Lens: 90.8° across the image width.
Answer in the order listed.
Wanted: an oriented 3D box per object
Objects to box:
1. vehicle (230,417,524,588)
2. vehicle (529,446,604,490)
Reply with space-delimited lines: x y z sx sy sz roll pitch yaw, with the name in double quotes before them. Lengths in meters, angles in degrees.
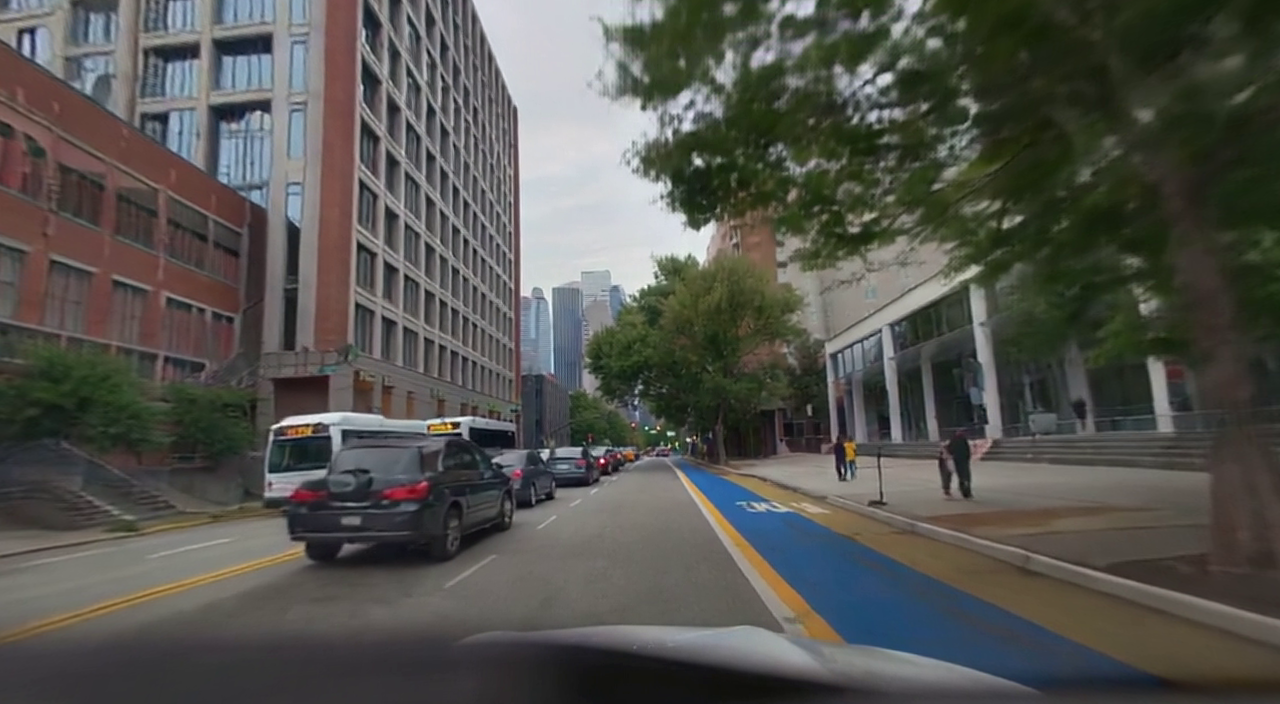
"vehicle" -3.309 1.983 9.239 2.225 1.848 4.472 0 -8 2
"vehicle" -2.870 4.657 25.854 2.266 1.621 4.783 -1 -8 3
